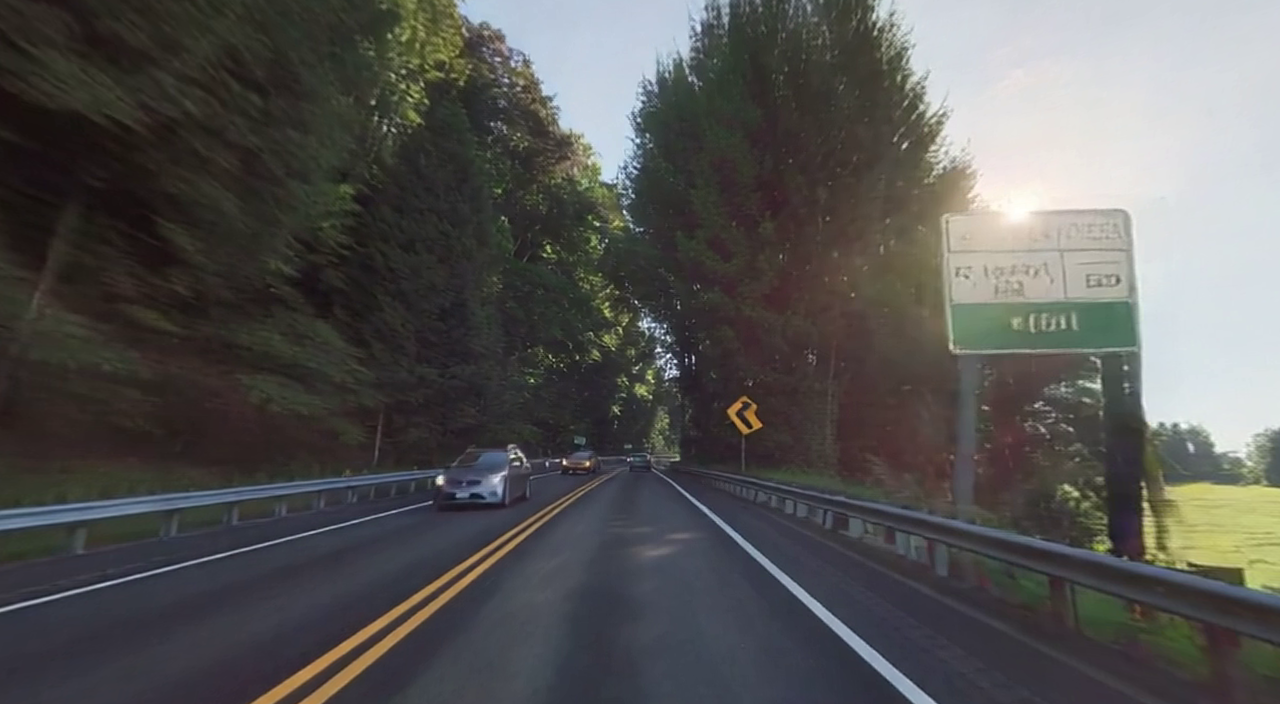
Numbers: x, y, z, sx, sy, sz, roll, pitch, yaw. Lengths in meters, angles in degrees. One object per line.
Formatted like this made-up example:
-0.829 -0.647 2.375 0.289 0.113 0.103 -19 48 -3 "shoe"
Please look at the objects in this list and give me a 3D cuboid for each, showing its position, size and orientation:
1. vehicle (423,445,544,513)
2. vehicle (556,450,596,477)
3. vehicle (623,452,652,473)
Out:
-3.839 3.178 16.355 1.981 1.486 4.348 0 -9 1 "vehicle"
-3.908 6.889 39.225 2.065 1.517 4.225 0 -9 0 "vehicle"
-0.219 8.100 46.488 2.067 1.486 3.861 0 -9 -1 "vehicle"
